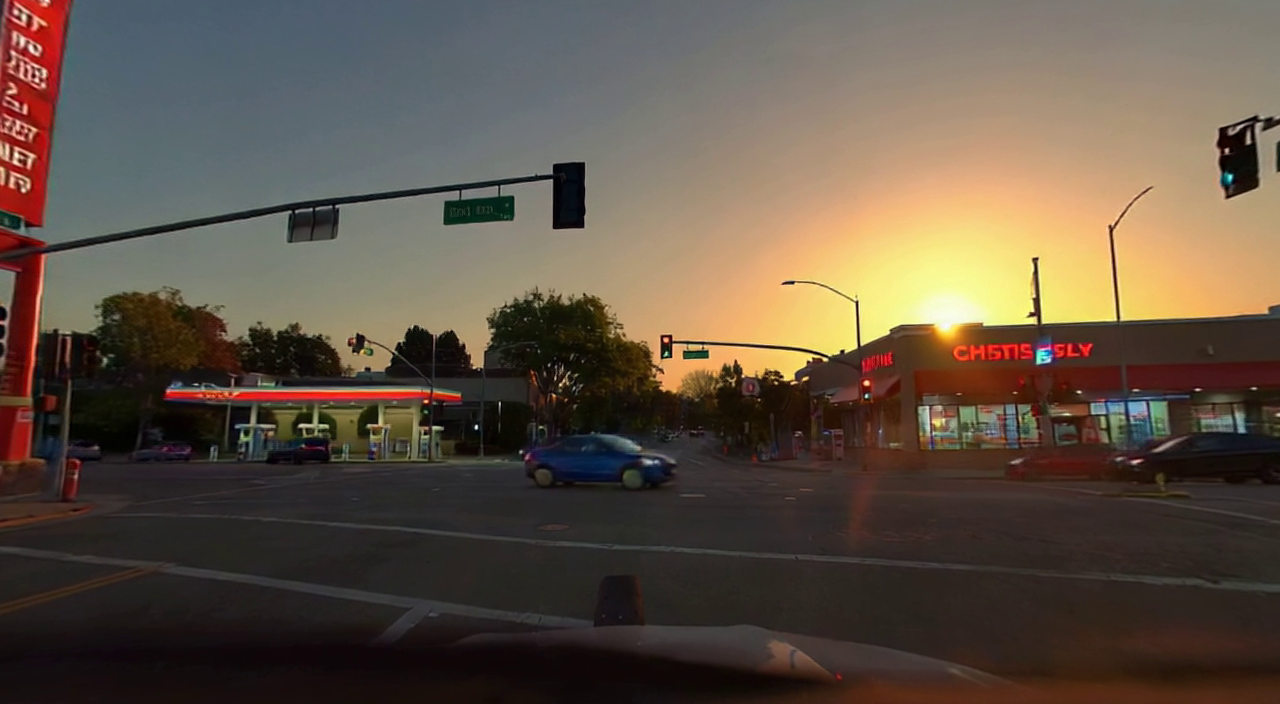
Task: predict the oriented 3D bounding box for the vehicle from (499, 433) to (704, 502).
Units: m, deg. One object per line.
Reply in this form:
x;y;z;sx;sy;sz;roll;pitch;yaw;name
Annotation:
-0.981;2.763;15.463;4.670;1.458;1.959;-5;-10;30;vehicle

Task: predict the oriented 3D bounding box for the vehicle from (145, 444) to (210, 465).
-34.302;7.562;46.828;4.801;1.466;1.830;-5;-9;27;vehicle

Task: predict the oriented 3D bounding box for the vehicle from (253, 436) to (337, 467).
-19.436;5.590;35.596;4.562;1.676;1.819;-5;-9;27;vehicle

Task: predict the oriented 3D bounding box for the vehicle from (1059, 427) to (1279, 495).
13.304;2.628;15.479;4.681;1.495;2.096;-4;-9;23;vehicle

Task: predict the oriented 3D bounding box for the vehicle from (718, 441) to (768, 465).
6.580;6.525;41.019;1.831;1.467;4.792;1;-8;-8;vehicle

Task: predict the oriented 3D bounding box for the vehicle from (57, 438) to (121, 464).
-39.963;7.172;45.796;4.311;1.742;1.864;-5;-9;27;vehicle
